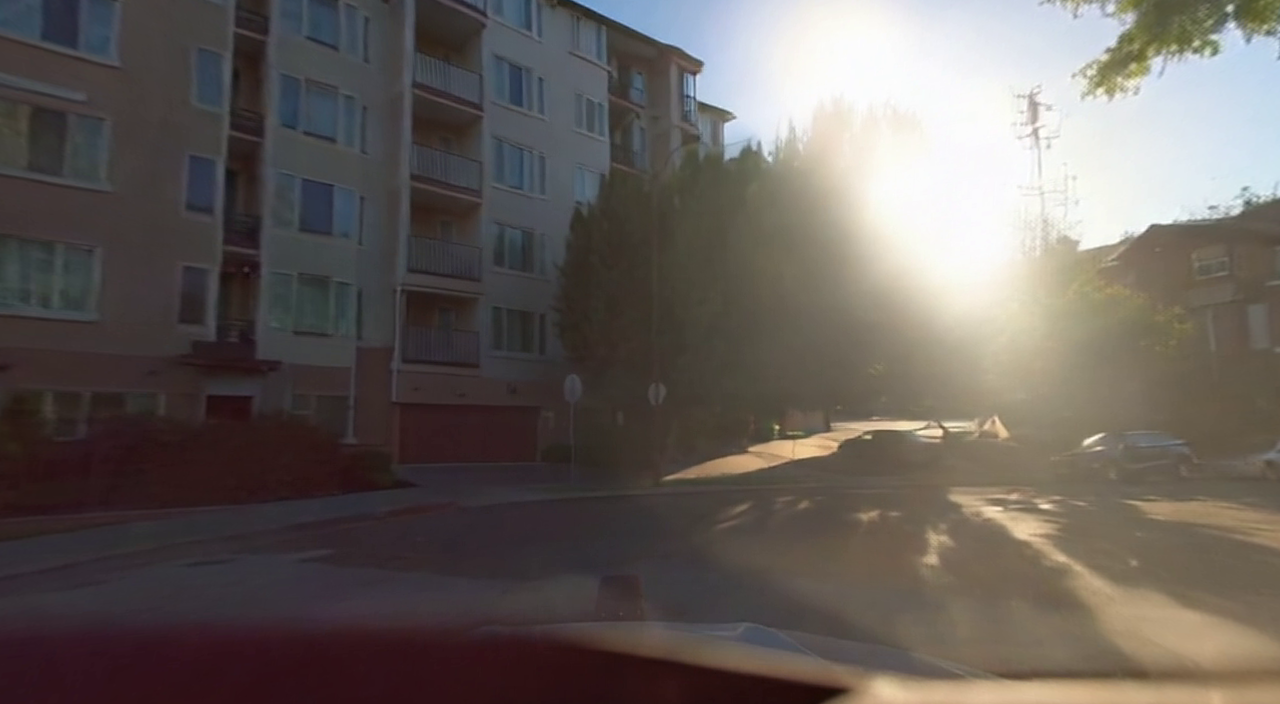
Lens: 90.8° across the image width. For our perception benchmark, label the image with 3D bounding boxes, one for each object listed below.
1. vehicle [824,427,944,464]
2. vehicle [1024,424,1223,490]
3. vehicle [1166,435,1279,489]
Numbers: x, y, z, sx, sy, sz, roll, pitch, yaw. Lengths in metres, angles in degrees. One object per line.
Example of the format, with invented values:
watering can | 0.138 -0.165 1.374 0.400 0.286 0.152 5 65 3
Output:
vehicle | 10.200 3.904 26.422 4.714 1.458 1.812 4 -9 -24
vehicle | 14.009 3.025 18.423 4.584 1.744 1.946 2 -9 -12
vehicle | 19.067 3.320 19.362 4.696 1.478 1.902 1 -9 -13
